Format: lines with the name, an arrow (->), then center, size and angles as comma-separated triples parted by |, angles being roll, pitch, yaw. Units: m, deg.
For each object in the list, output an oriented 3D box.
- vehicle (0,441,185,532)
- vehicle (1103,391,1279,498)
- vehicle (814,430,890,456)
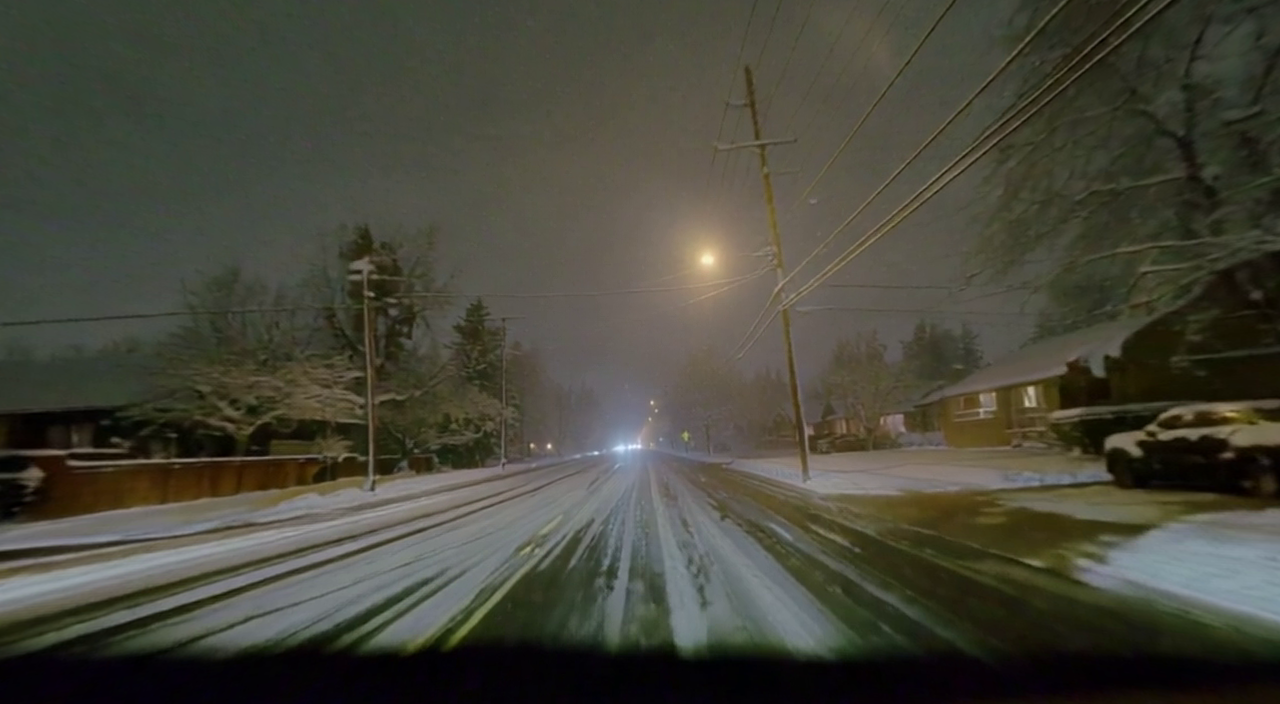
vehicle -> -14.202, 3.064, 15.087 | 5.038, 1.774, 2.764 | -2, -7, 17
vehicle -> 11.405, 1.623, 11.577 | 1.965, 1.680, 5.338 | -8, -10, 4
vehicle -> 14.720, 6.340, 43.897 | 4.512, 1.701, 2.017 | 0, -9, -1
